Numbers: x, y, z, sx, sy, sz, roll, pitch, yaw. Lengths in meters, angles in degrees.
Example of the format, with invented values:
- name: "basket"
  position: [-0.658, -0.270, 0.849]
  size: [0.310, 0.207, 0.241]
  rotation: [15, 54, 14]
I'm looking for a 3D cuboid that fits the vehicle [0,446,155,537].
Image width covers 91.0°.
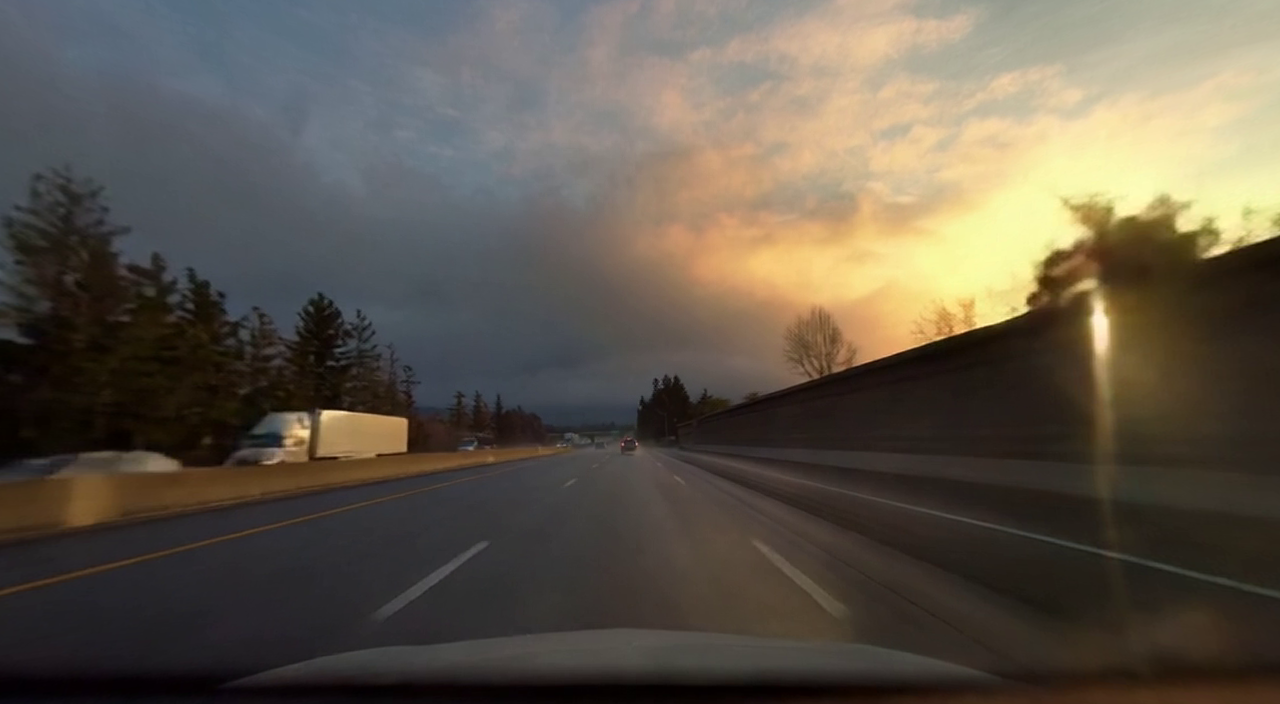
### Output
- name: "vehicle"
  position: [-11.684, 2.528, 11.695]
  size: [1.875, 1.470, 4.357]
  rotation: [0, -8, -1]

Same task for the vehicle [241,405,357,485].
- name: "vehicle"
  position: [-19.603, 5.395, 36.766]
  size: [2.993, 4.166, 6.516]
  rotation: [0, -8, -1]

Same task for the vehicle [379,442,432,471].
- name: "vehicle"
  position: [-15.768, 7.036, 42.568]
  size: [1.992, 1.792, 4.434]
  rotation: [-1, -8, -1]
